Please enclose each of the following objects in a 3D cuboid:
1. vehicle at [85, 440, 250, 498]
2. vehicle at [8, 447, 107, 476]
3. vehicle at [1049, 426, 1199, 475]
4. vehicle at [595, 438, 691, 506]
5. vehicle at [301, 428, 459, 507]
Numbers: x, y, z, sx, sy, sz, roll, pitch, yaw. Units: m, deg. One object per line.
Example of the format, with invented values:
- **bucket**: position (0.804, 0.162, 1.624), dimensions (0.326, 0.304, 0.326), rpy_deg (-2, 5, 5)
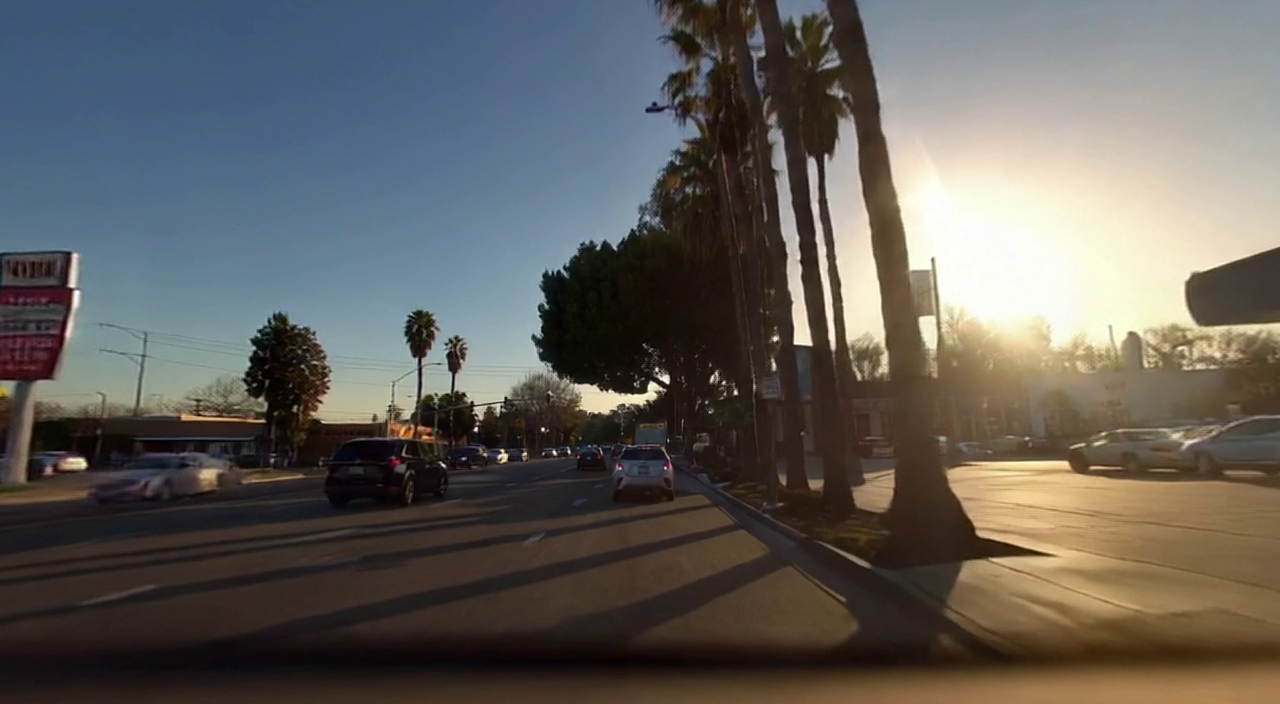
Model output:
- **vehicle**: position (-16.427, 4.084, 22.250), dimensions (2.136, 1.786, 4.798), rpy_deg (1, -9, -2)
- **vehicle**: position (-35.550, 6.688, 38.492), dimensions (1.888, 1.650, 4.369), rpy_deg (1, -9, -3)
- **vehicle**: position (16.709, 3.461, 22.029), dimensions (1.902, 1.502, 4.395), rpy_deg (0, -9, 3)
- **vehicle**: position (0.070, 3.025, 16.263), dimensions (2.145, 1.483, 4.453), rpy_deg (0, -9, 0)
- **vehicle**: position (-6.308, 2.861, 15.902), dimensions (2.057, 1.705, 4.394), rpy_deg (0, -9, 1)
